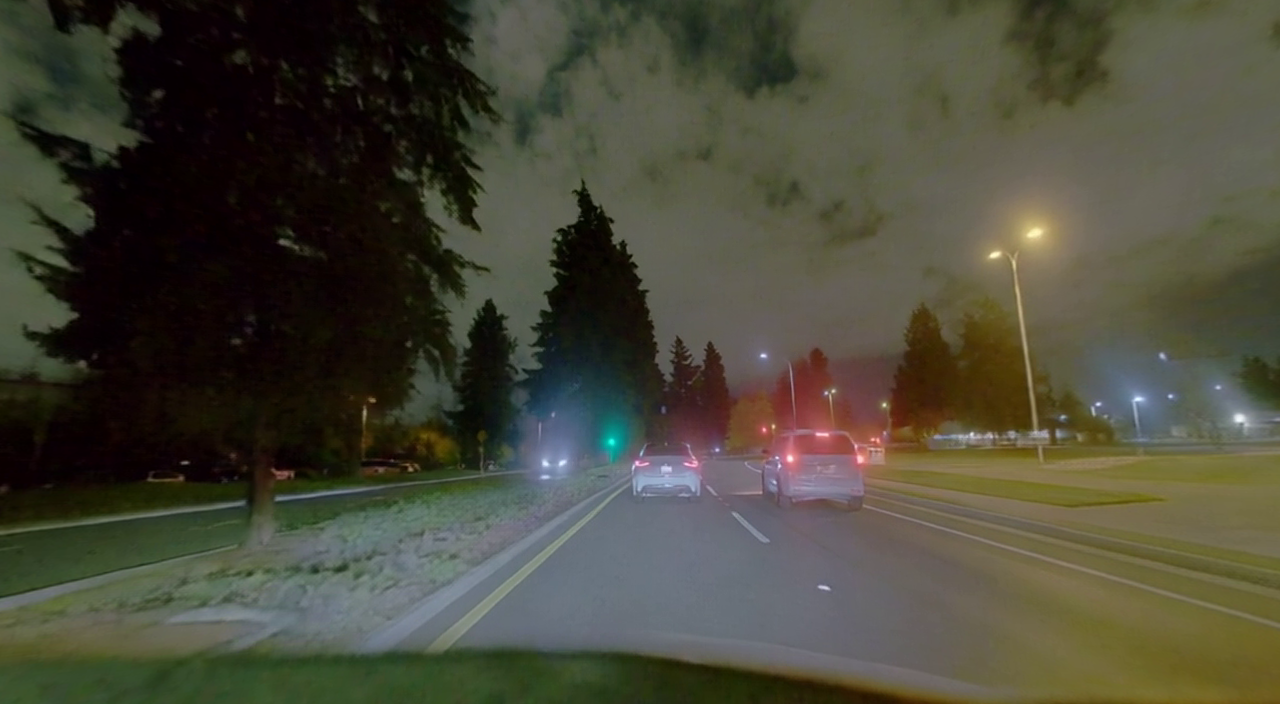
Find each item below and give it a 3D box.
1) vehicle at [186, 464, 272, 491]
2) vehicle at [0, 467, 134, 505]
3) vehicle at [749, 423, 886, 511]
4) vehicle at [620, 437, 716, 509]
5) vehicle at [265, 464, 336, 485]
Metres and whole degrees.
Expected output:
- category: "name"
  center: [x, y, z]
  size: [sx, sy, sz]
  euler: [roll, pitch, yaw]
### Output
- category: "vehicle"
  center: [-26.693, 8.153, 40.980]
  size: [4.434, 1.582, 1.946]
  euler: [-2, -8, 9]
- category: "vehicle"
  center: [-27.604, 6.424, 30.307]
  size: [4.951, 1.618, 1.952]
  euler: [-1, -8, 2]
- category: "vehicle"
  center: [4.193, 2.811, 15.980]
  size: [1.953, 1.818, 5.299]
  euler: [0, -8, 0]
- category: "vehicle"
  center: [0.701, 3.033, 16.332]
  size: [2.154, 1.585, 3.997]
  euler: [-1, -8, 2]
- category: "vehicle"
  center: [-26.018, 9.410, 48.398]
  size: [4.366, 1.486, 2.072]
  euler: [-1, -8, 6]
